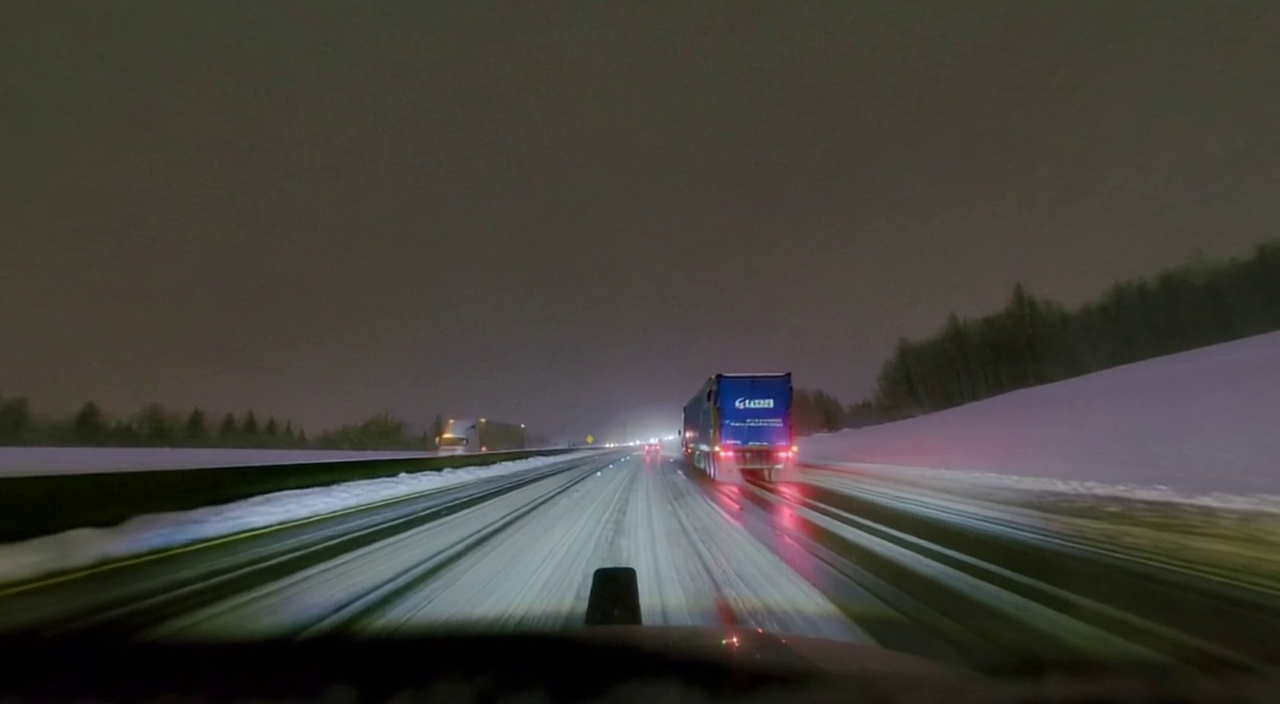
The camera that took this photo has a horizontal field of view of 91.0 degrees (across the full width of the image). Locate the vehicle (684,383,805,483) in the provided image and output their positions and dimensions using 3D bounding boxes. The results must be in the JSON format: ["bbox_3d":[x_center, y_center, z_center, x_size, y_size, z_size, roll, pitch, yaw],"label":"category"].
[{"bbox_3d":[4.128,3.683,28.329,3.306,3.531,11.717,0,-8,-1],"label":"vehicle"}]
